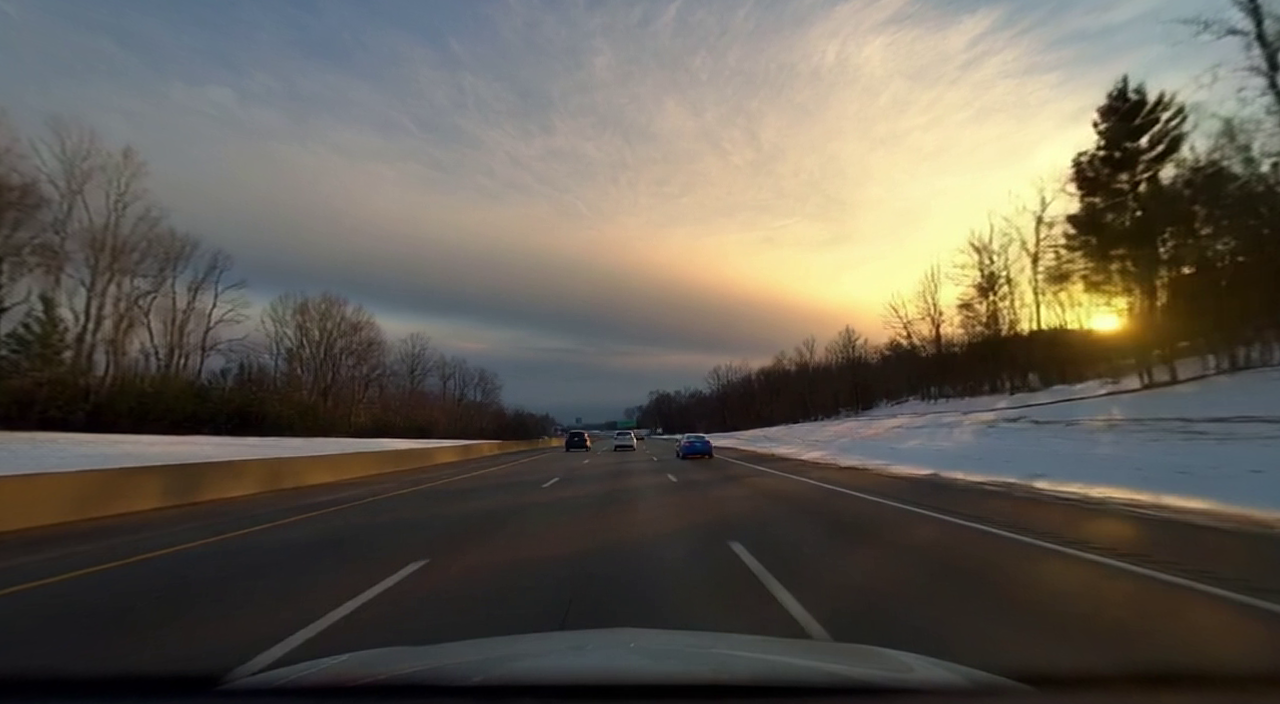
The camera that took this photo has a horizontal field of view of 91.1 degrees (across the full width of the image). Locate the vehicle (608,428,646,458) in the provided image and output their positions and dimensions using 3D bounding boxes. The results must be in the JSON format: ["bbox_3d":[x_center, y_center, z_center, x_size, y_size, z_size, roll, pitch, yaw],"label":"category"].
[{"bbox_3d":[-0.777,5.517,38.113,2.182,1.680,4.253,0,-8,-1],"label":"vehicle"}]

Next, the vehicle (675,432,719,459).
[{"bbox_3d":[3.312,5.510,37.155,2.056,1.479,4.660,0,-8,-1],"label":"vehicle"}]

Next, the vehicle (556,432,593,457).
[{"bbox_3d":[-4.189,5.979,40.727,2.041,1.546,4.080,0,-8,-1],"label":"vehicle"}]
